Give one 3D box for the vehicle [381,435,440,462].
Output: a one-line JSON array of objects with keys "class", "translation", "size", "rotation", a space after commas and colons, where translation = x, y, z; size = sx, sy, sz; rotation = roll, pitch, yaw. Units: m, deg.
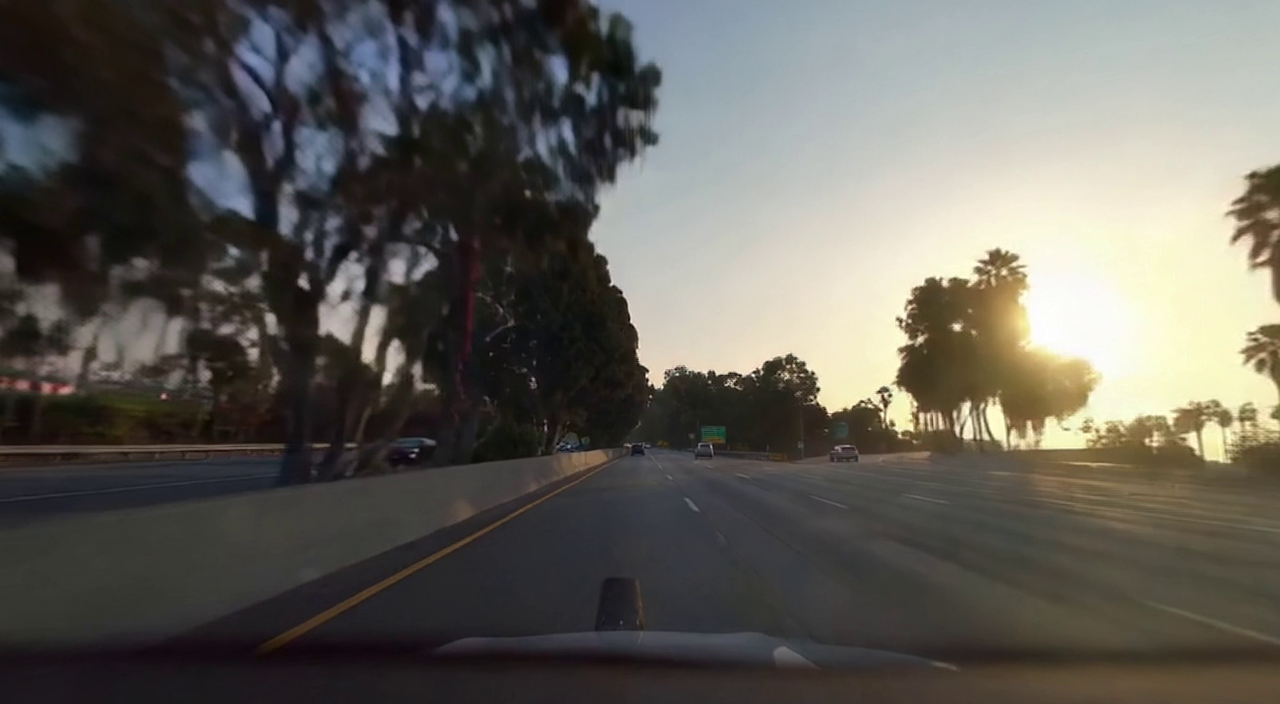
[{"class": "vehicle", "translation": [-13.469, 5.684, 37.320], "size": [1.881, 1.496, 4.351], "rotation": [0, -8, 0]}]
